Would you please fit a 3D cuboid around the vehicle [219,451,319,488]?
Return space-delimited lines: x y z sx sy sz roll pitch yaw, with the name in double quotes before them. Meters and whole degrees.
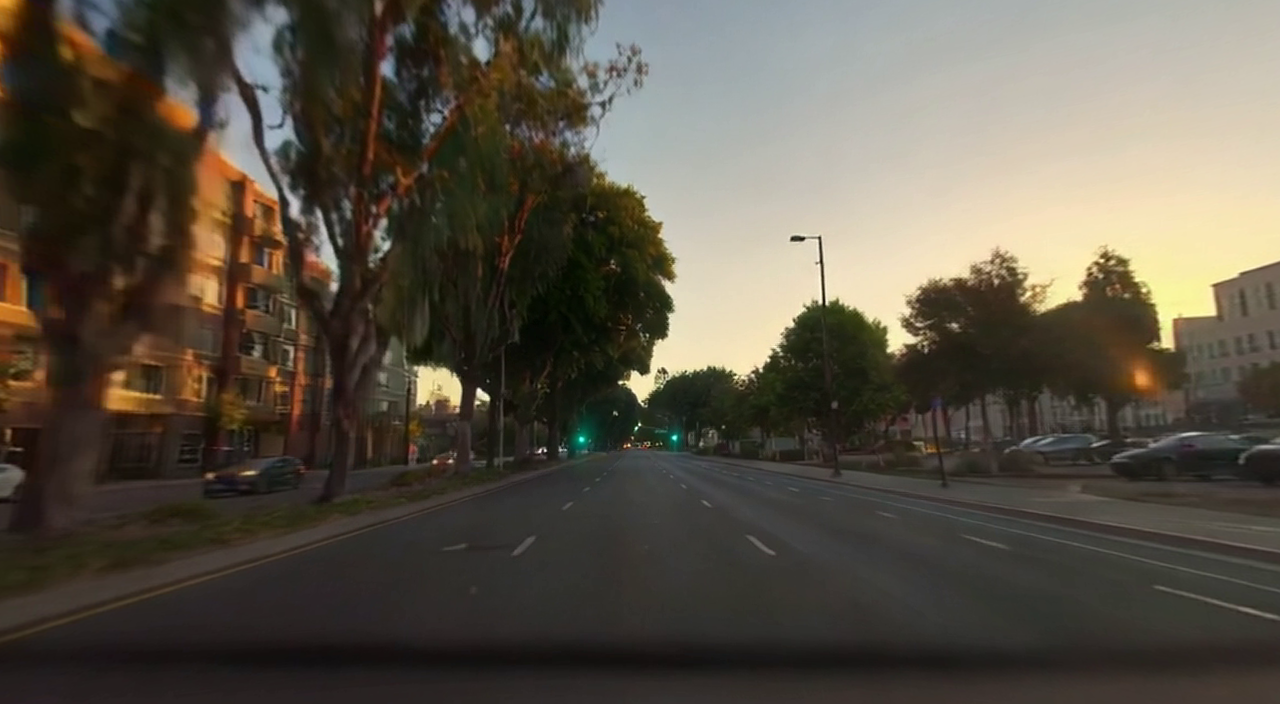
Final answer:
"vehicle" -17.059 5.377 29.342 1.877 1.525 4.312 0 -8 2
